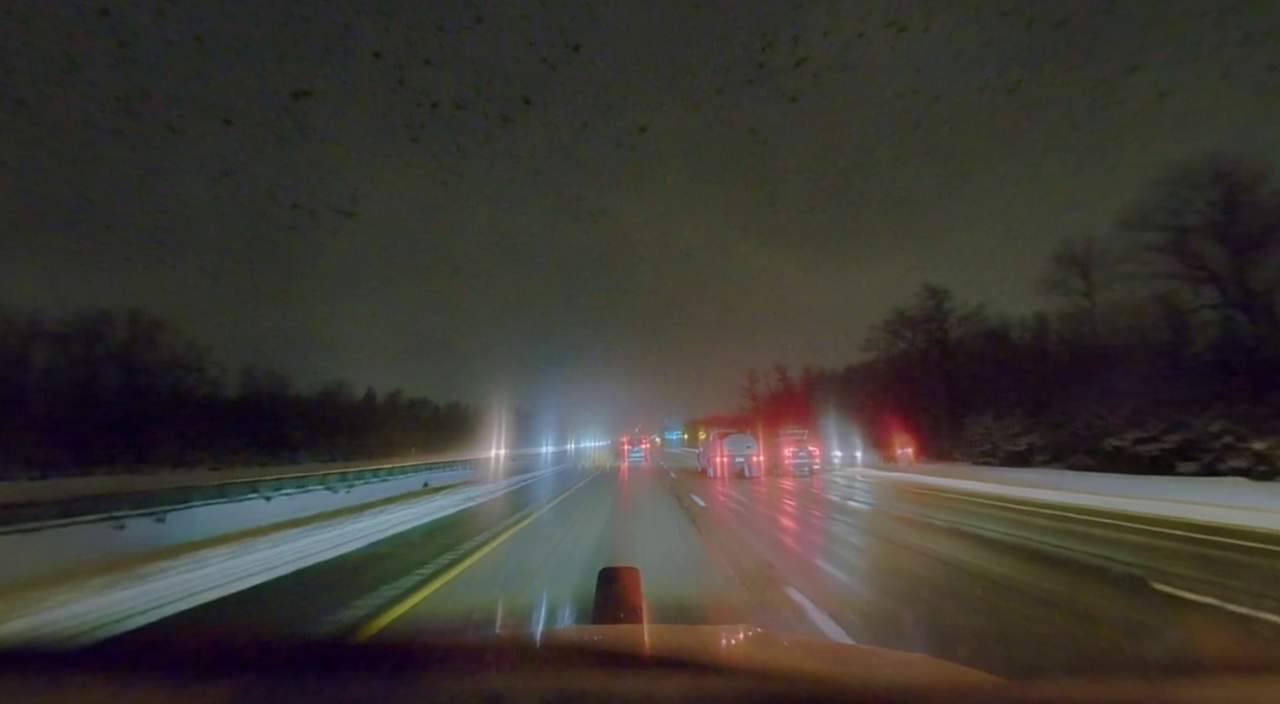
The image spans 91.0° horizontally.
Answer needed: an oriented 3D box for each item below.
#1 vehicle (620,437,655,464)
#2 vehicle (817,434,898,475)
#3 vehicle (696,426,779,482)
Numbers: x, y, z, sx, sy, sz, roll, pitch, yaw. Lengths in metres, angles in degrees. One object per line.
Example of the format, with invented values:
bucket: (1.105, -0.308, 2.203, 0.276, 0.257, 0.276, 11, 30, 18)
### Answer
vehicle: (-0.152, 6.426, 41.106, 2.142, 1.664, 4.076, 0, -9, 0)
vehicle: (10.554, 5.001, 31.008, 2.161, 1.824, 4.876, 0, -9, -1)
vehicle: (3.457, 3.754, 23.336, 2.269, 1.839, 4.554, 0, -9, -1)
